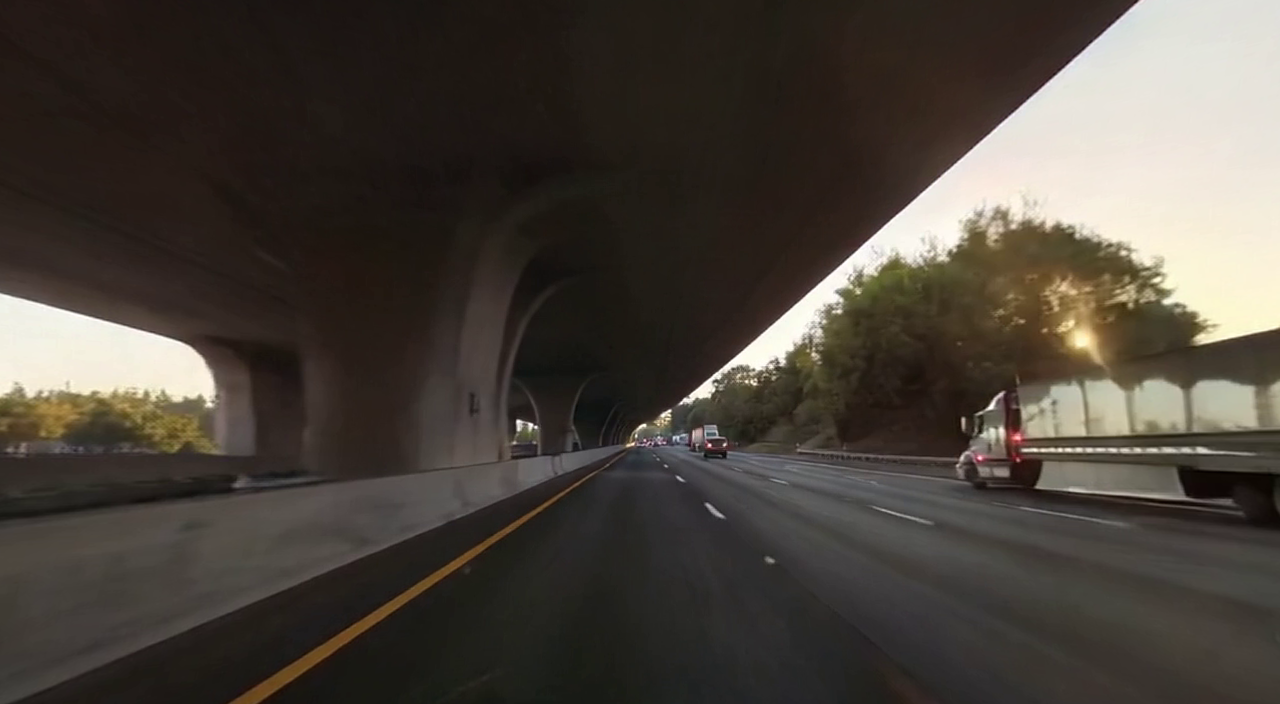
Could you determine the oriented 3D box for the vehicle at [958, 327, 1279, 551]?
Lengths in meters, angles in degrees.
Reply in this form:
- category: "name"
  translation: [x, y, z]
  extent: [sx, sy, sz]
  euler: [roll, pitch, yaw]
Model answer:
- category: "vehicle"
  translation: [10.742, 1.774, 12.682]
  extent: [2.960, 3.207, 10.950]
  euler: [0, -8, 0]
